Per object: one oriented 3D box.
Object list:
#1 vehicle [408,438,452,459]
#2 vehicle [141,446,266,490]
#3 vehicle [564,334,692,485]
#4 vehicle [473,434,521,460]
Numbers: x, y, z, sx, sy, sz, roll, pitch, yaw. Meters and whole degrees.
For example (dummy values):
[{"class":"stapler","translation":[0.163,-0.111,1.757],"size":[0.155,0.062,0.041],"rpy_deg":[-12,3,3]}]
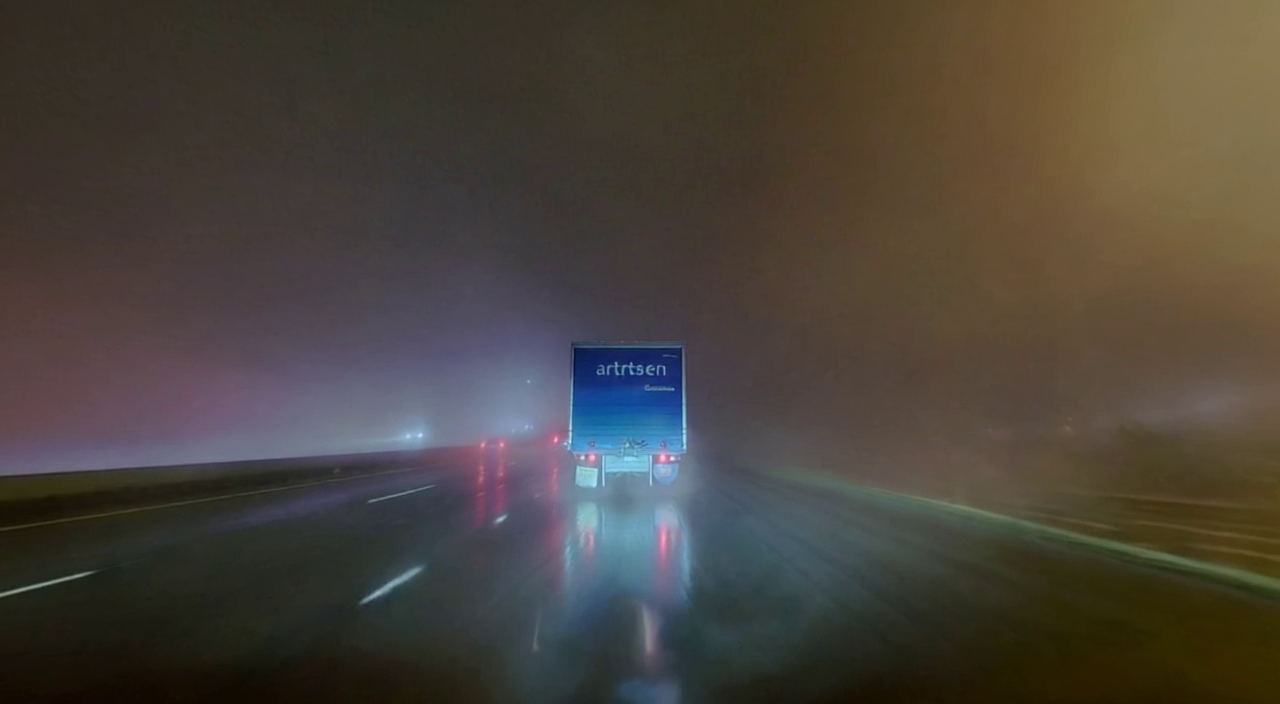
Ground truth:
[{"class":"vehicle","translation":[-16.331,7.521,49.026],"size":[1.911,1.562,4.014],"rpy_deg":[0,-8,1]},{"class":"vehicle","translation":[-16.429,4.352,23.944],"size":[1.884,1.465,3.988],"rpy_deg":[0,-8,0]},{"class":"vehicle","translation":[-0.330,2.257,22.478],"size":[3.442,4.106,10.719],"rpy_deg":[0,-8,0]},{"class":"vehicle","translation":[-8.517,5.687,37.793],"size":[1.940,1.488,3.976],"rpy_deg":[0,-8,0]}]
